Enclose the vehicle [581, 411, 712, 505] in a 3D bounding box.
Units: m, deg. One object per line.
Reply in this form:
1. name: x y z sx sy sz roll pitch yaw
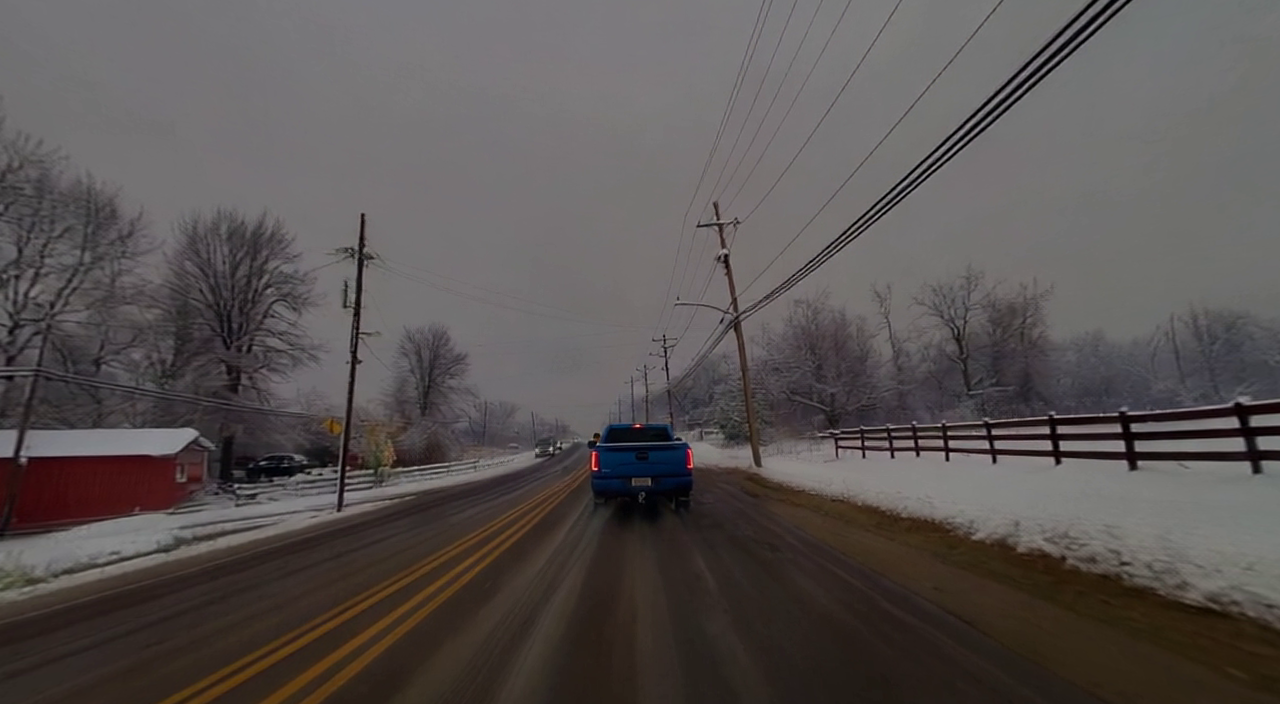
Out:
1. vehicle: 0.007 2.662 16.288 2.693 1.941 6.356 0 -9 -2
